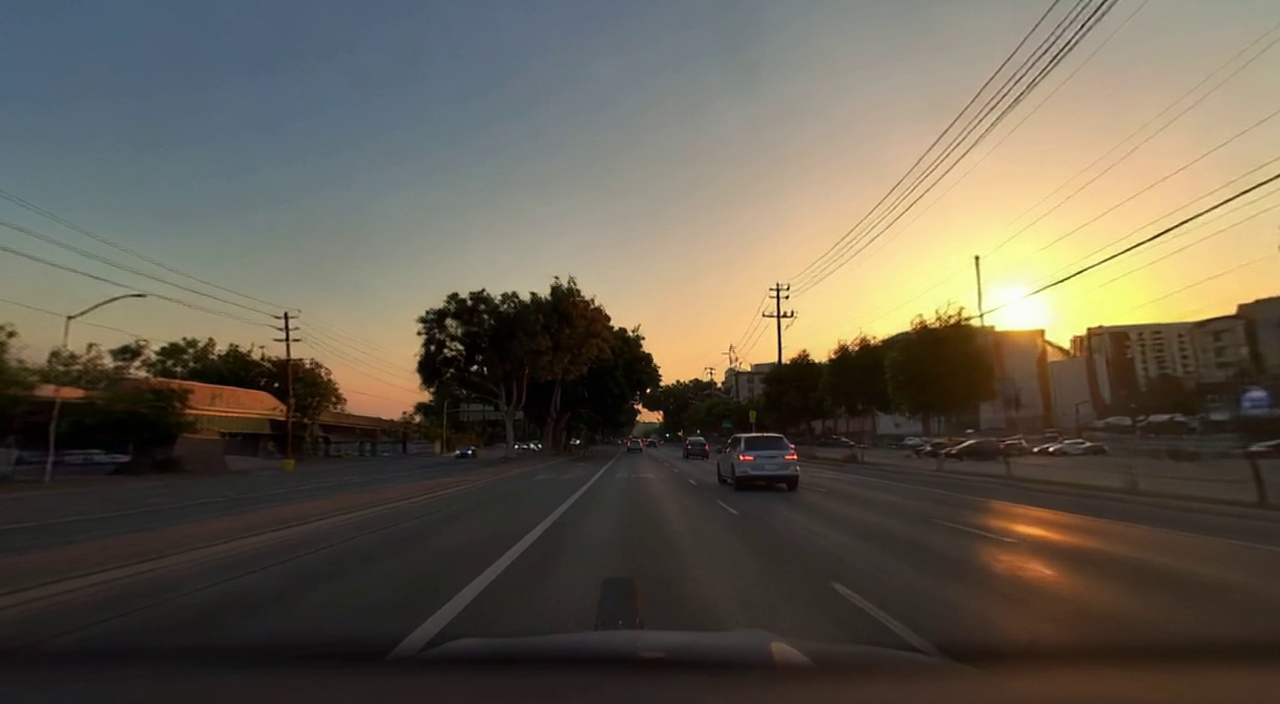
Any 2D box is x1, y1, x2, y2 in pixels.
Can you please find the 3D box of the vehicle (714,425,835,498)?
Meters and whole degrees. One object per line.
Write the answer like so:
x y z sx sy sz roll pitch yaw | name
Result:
3.403 2.869 16.933 2.128 1.699 4.222 0 -8 -2 | vehicle

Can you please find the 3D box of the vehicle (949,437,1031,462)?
24.767 6.909 44.772 4.599 1.647 1.924 0 -8 1 | vehicle
